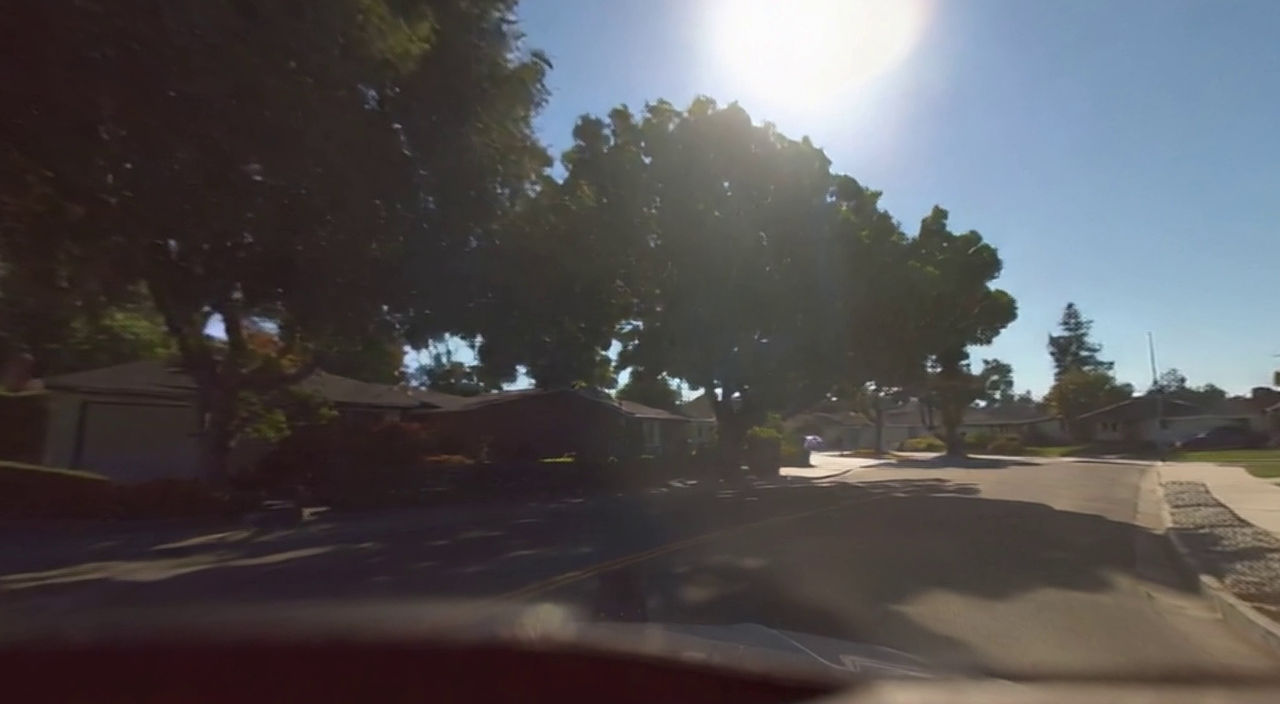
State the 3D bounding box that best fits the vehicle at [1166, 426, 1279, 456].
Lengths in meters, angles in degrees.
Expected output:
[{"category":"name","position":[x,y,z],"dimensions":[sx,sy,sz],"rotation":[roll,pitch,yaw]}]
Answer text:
[{"category":"vehicle","position":[37.031,5.672,40.284],"dimensions":[4.799,1.451,2.144],"rotation":[-6,-9,6]}]
